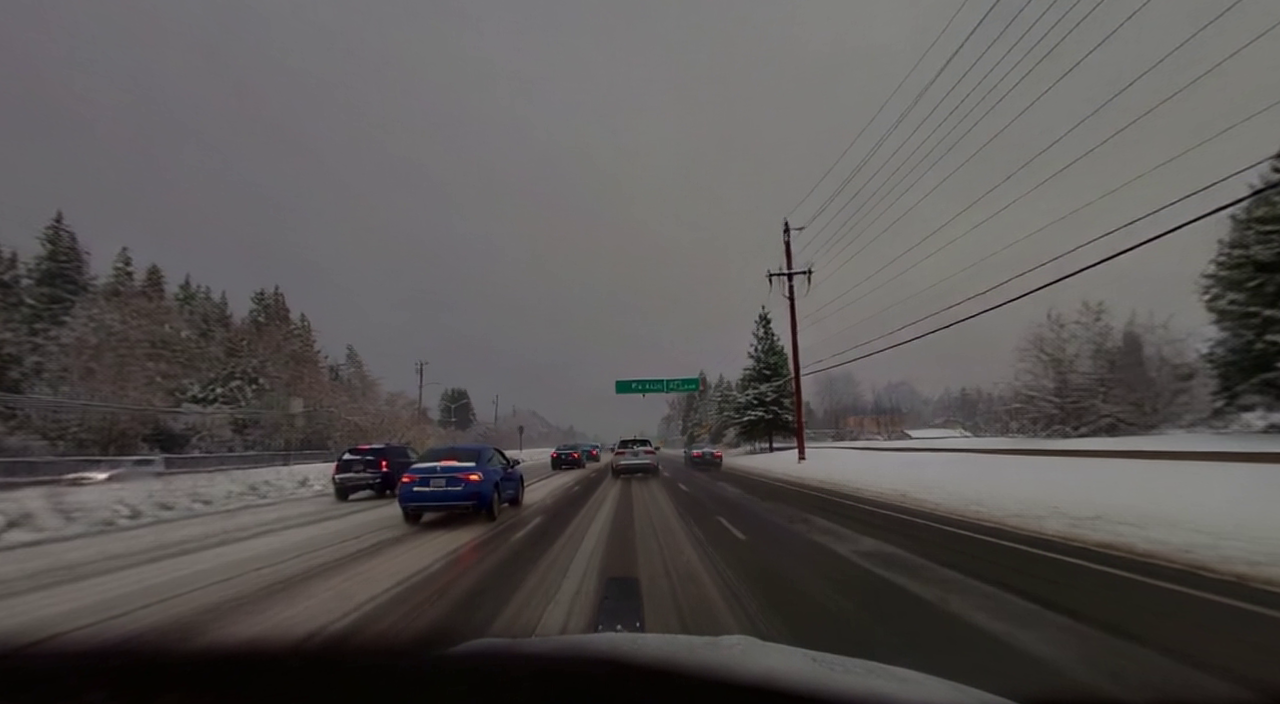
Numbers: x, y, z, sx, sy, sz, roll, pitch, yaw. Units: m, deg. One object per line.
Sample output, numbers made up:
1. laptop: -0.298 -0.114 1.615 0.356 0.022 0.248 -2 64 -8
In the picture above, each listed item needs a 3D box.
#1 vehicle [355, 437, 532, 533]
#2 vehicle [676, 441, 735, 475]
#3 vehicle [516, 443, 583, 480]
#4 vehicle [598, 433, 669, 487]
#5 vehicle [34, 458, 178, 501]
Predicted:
1. vehicle: -3.386 2.357 11.908 1.958 1.447 4.454 0 -8 -1
2. vehicle: 3.004 4.961 29.932 2.197 1.464 4.356 0 -8 -2
3. vehicle: -3.794 4.661 27.290 2.203 1.425 4.610 0 -8 0
4. vehicle: -0.217 3.746 22.258 2.284 1.699 4.168 0 -8 0
5. vehicle: -22.122 5.251 26.476 2.048 1.530 4.605 0 -8 -1
